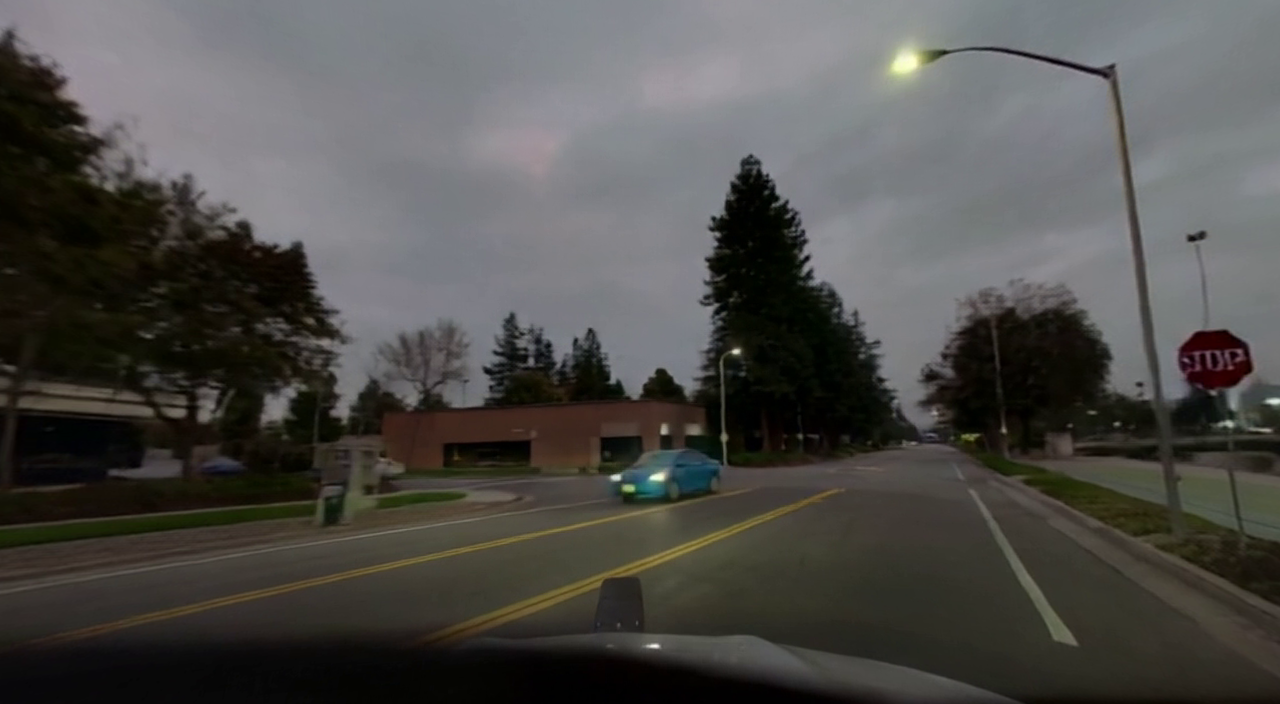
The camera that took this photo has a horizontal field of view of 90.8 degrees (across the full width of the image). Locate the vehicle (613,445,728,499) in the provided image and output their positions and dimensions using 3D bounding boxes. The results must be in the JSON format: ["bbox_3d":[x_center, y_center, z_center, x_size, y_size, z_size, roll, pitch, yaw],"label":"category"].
[{"bbox_3d":[1.082,3.656,19.775,1.926,1.465,4.433,-4,-9,26],"label":"vehicle"}]
